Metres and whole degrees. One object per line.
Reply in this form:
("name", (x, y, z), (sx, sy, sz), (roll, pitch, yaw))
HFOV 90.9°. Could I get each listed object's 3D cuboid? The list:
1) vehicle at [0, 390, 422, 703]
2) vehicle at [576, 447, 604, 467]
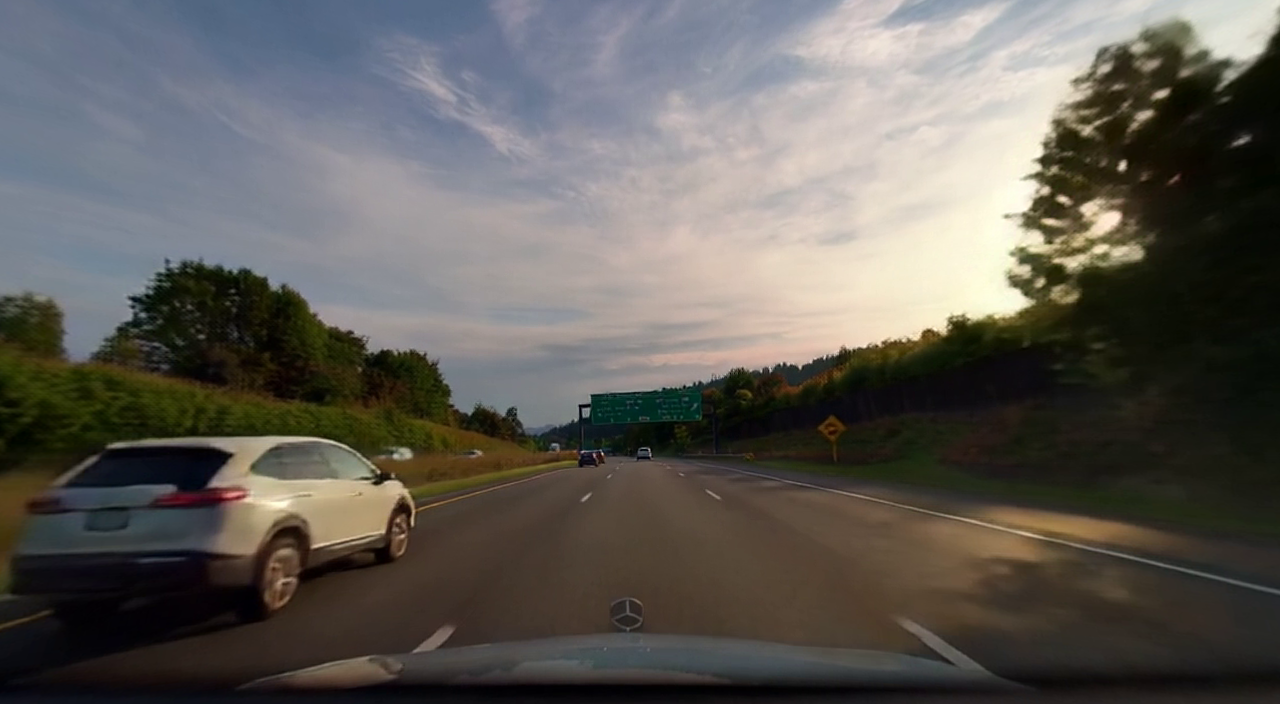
("vehicle", (-3.608, 1.312, 5.142), (2.028, 1.584, 4.481), (0, -9, 0))
("vehicle", (-3.802, 8.053, 48.467), (1.918, 1.510, 4.006), (0, -9, -1))
